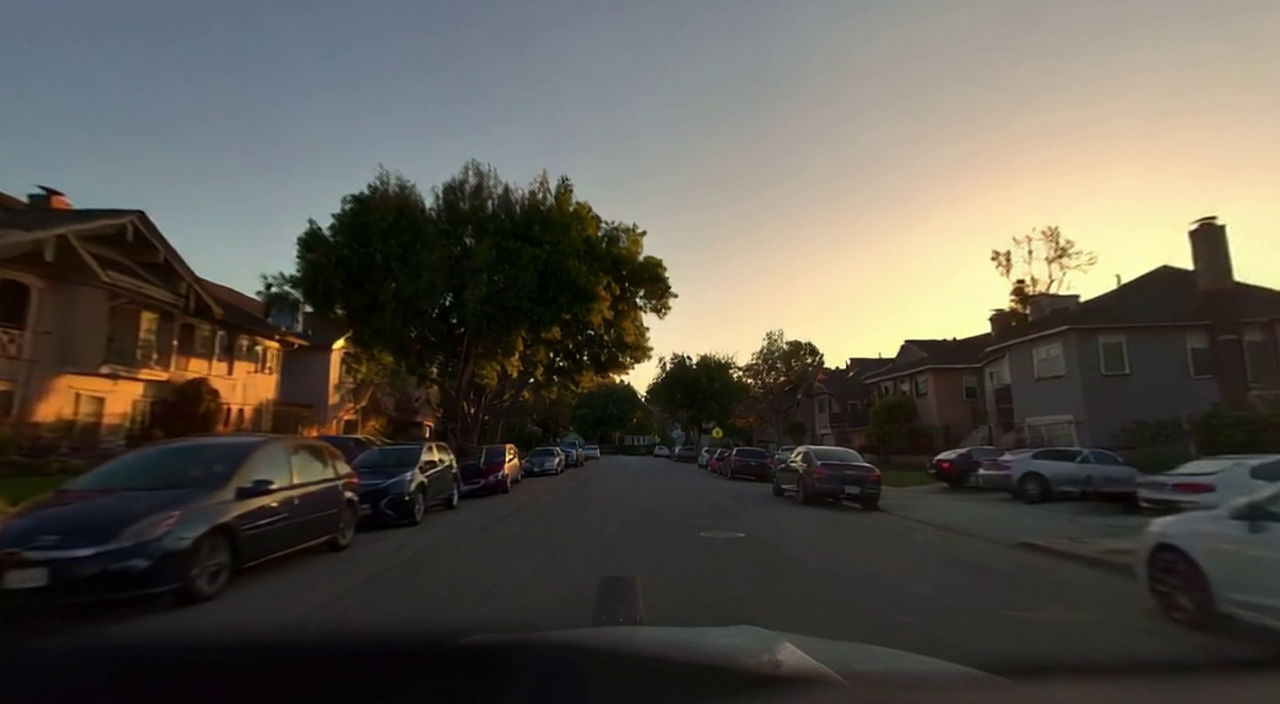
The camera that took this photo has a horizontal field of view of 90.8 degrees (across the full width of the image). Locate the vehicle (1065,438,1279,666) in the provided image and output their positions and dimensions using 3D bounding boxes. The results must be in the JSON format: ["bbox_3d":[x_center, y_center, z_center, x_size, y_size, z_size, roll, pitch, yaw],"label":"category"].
[{"bbox_3d":[5.307,1.307,4.001,2.007,1.512,4.524,0,-9,-1],"label":"vehicle"}]

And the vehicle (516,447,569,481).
[{"bbox_3d":[-4.676,5.406,30.812,1.973,1.454,4.559,1,-8,-2],"label":"vehicle"}]

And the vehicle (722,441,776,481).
[{"bbox_3d":[5.318,5.390,31.481,1.959,1.828,4.175,0,-9,0],"label":"vehicle"}]

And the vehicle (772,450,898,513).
[{"bbox_3d":[5.024,3.362,16.945,1.847,1.448,4.162,1,-9,-3],"label":"vehicle"}]

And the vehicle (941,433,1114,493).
[{"bbox_3d":[12.523,3.588,20.577,4.485,1.723,2.028,-6,-12,35],"label":"vehicle"}]

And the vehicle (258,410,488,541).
[{"bbox_3d":[-4.721,2.330,12.468,2.180,1.936,5.721,0,-9,-2],"label":"vehicle"}]

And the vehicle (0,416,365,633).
[{"bbox_3d":[-4.716,1.600,6.659,1.983,1.579,3.879,1,-10,-2],"label":"vehicle"}]
